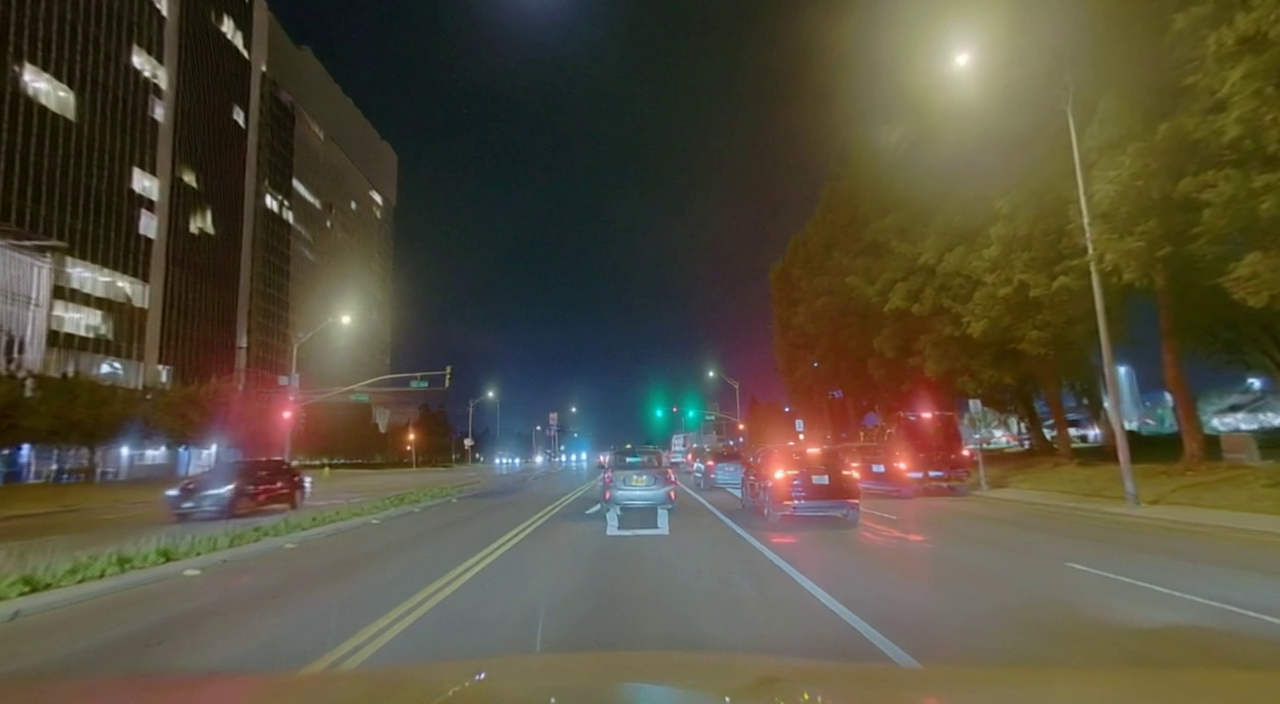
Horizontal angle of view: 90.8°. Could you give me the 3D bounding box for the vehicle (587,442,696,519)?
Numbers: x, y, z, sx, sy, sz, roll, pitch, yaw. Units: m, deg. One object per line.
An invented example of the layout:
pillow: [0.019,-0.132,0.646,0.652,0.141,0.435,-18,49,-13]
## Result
vehicle: [-0.019,2.812,14.436,2.105,1.474,4.127,0,-8,-1]

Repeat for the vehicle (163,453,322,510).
vehicle: [-12.280,3.991,19.997,2.020,1.533,4.620,0,-8,0]

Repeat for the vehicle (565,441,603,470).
vehicle: [-4.008,7.507,46.072,2.326,1.958,5.183,0,-8,0]

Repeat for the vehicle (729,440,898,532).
vehicle: [3.171,2.539,12.691,1.995,1.483,4.533,0,-8,-2]

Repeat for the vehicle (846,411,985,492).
vehicle: [10.083,3.735,23.956,2.238,2.594,6.607,0,-8,0]
